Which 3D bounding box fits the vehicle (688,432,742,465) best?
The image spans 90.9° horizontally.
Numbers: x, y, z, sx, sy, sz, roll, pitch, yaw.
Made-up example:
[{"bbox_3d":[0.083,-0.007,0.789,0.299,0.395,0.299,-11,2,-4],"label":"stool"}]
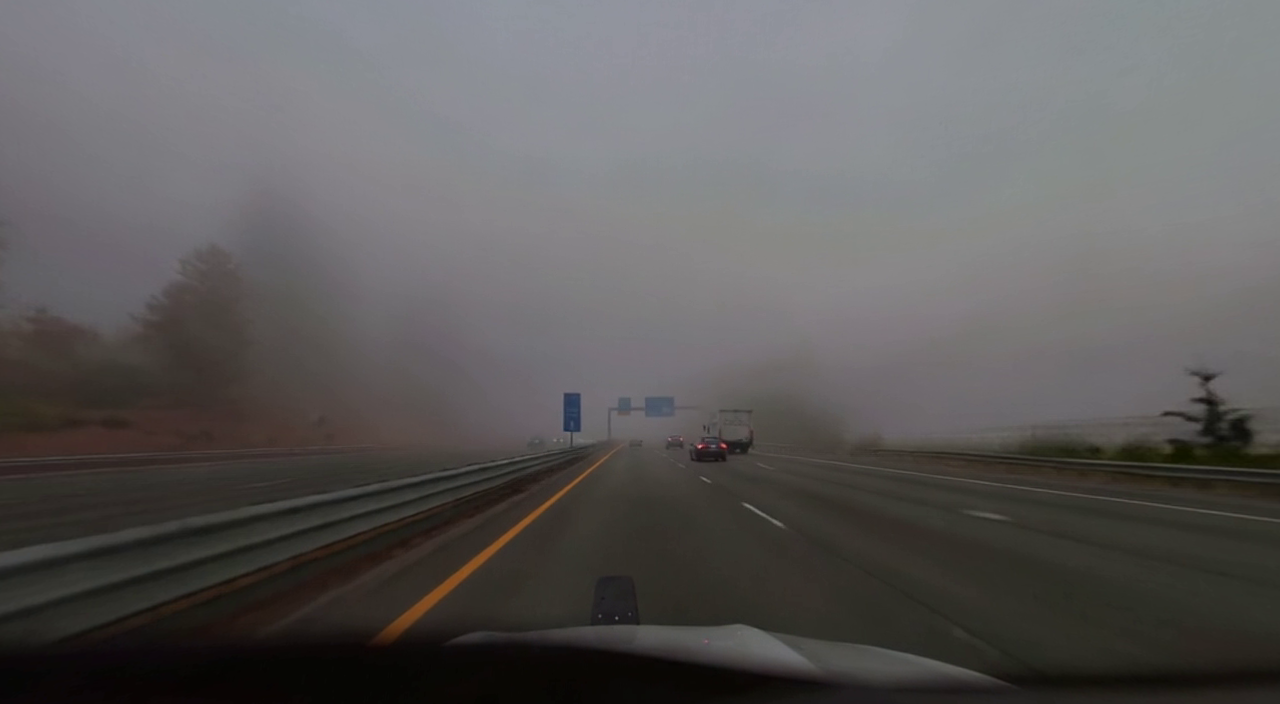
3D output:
[{"bbox_3d":[3.734,4.869,32.032,1.986,1.501,4.529,0,-8,-2],"label":"vehicle"}]
